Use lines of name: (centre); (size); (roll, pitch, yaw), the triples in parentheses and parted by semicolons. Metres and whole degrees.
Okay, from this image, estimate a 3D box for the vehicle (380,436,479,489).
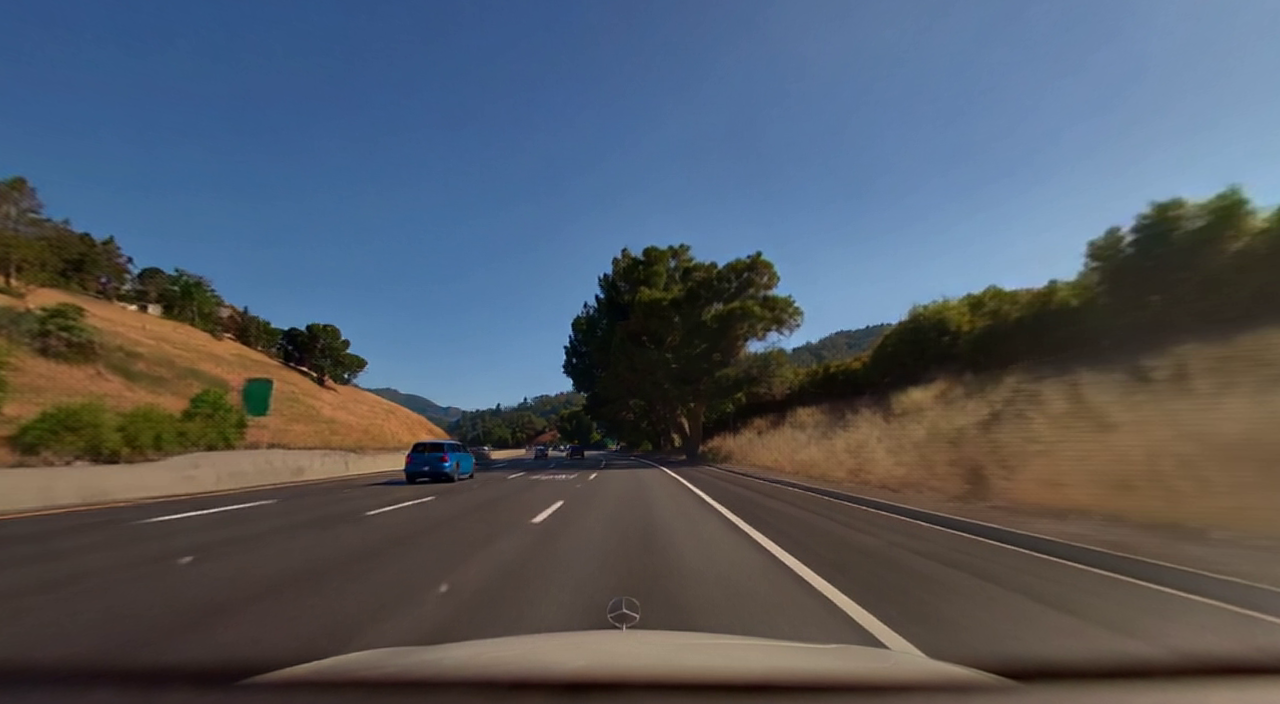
vehicle: (-7.546, 4.002, 23.150); (2.046, 1.712, 4.533); (0, -8, 0)
